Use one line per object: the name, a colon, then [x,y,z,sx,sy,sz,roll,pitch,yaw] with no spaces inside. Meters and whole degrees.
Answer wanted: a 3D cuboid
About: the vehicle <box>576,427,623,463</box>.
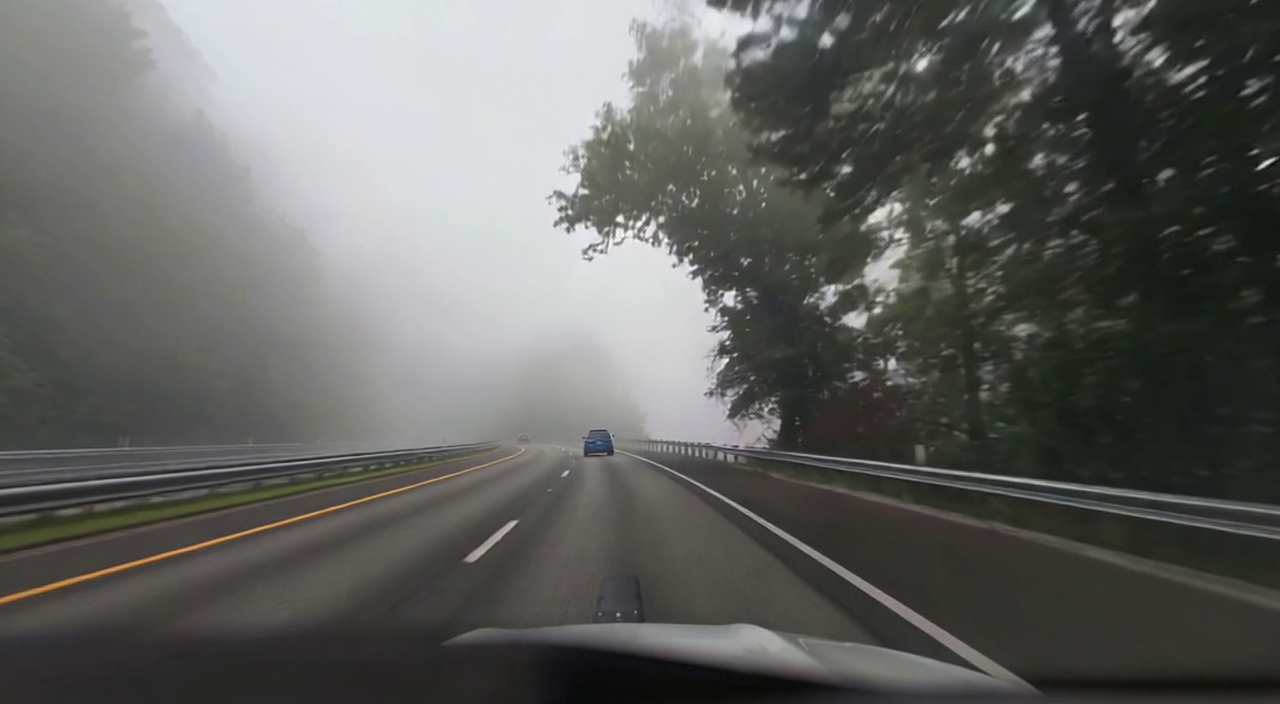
vehicle: [-2.325,5.210,35.507,2.452,1.857,4.022,0,-8,-5]
